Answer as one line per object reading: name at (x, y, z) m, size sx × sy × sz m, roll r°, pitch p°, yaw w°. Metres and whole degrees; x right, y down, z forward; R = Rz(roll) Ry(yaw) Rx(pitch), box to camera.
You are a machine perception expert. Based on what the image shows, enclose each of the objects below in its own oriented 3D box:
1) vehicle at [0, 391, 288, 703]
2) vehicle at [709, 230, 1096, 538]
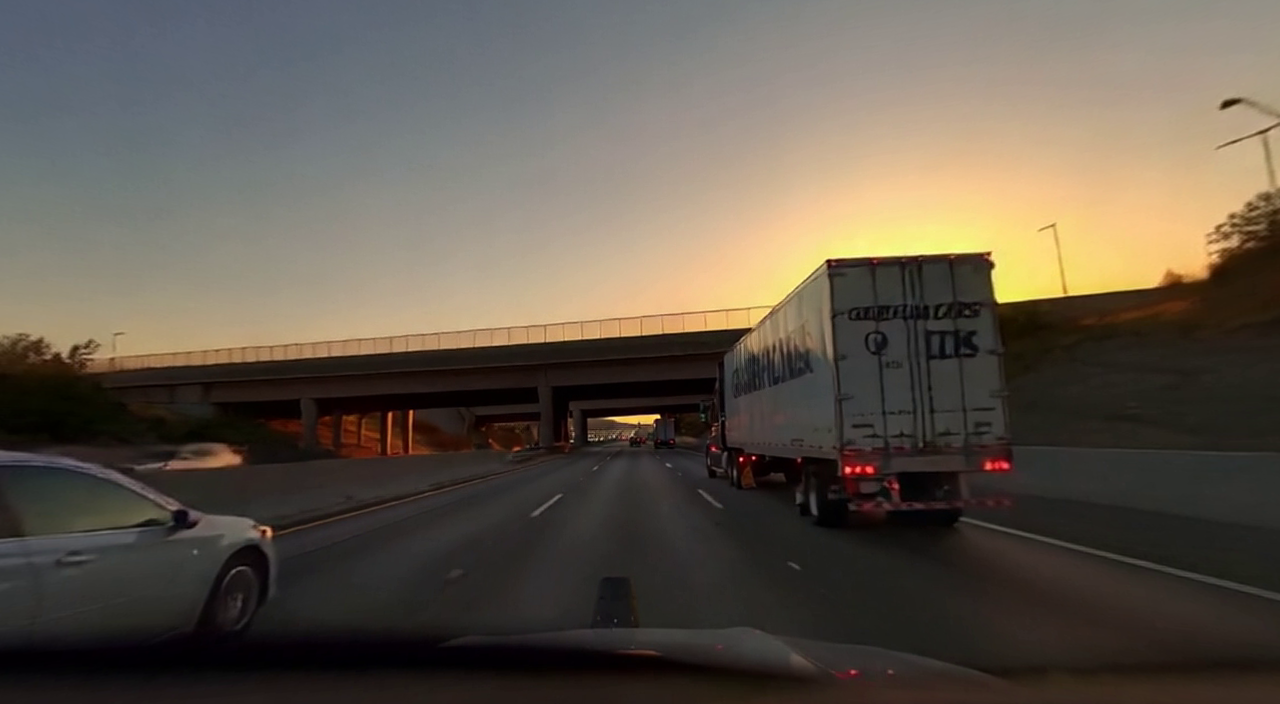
vehicle at (-3.510, 0.917, 2.388) m, size 1.990 × 1.520 × 4.100 m, roll 0°, pitch -8°, yaw 0°
vehicle at (4.178, 1.375, 15.539) m, size 2.976 × 4.064 × 14.619 m, roll 0°, pitch -8°, yaw -1°
